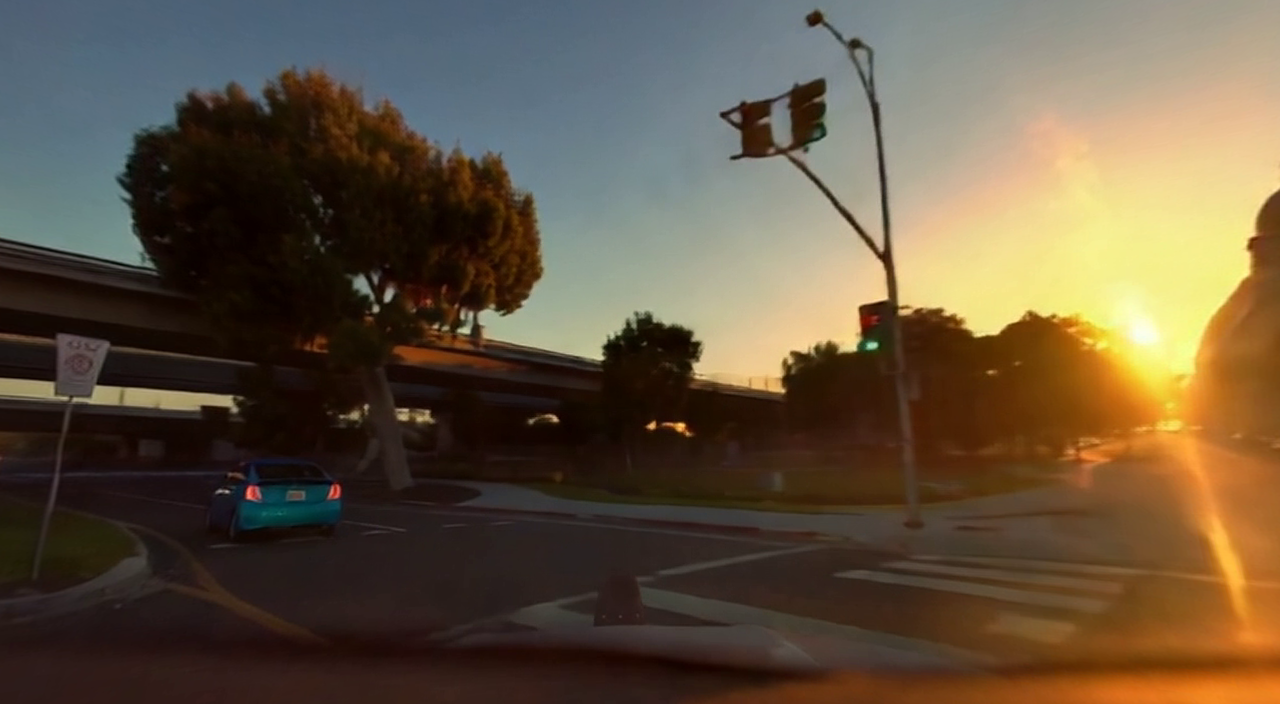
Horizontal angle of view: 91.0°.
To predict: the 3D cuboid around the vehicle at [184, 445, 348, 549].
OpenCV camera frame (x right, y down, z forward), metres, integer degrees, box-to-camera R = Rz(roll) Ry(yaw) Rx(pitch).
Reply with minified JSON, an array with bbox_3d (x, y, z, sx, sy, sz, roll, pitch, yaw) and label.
[{"bbox_3d":[-7.148,2.585,11.882,1.976,1.584,3.772,8,-12,-38],"label":"vehicle"}]
